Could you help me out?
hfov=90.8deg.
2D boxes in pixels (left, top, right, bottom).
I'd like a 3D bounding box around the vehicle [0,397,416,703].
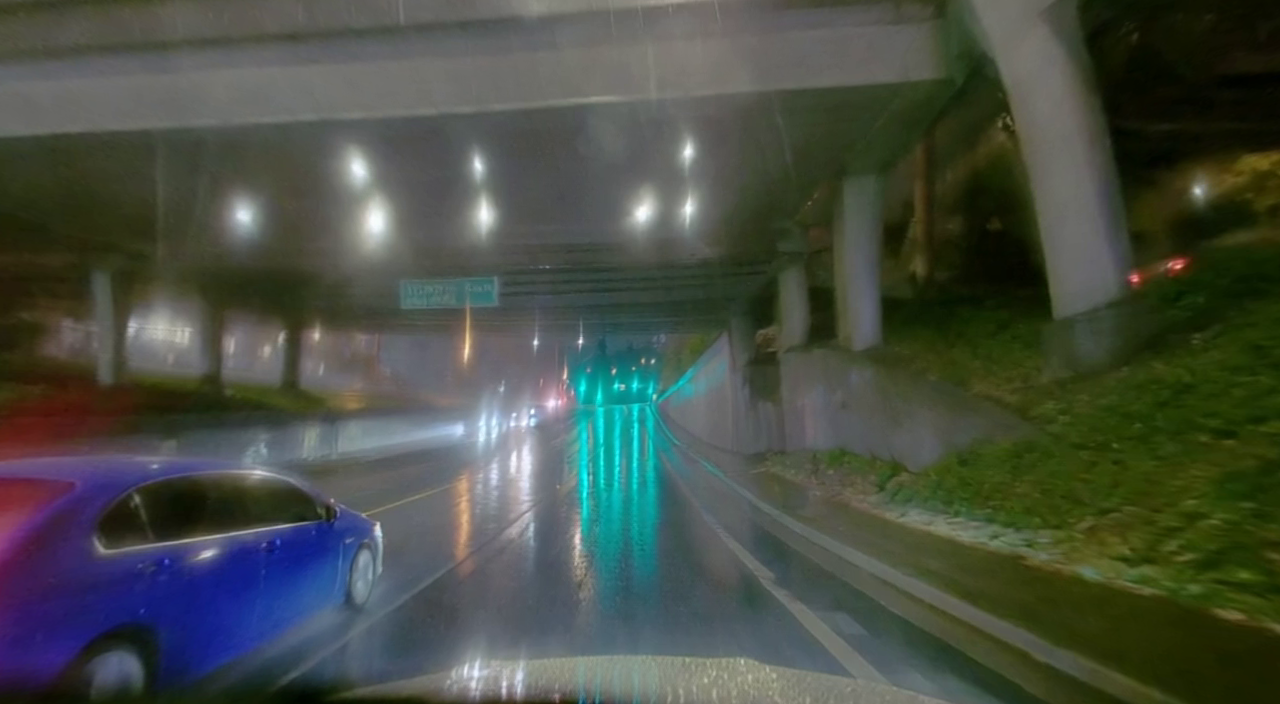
[{"bbox_3d":[-3.172,1.156,3.813,2.041,1.470,4.290,0,-9,0],"label":"vehicle"}]
